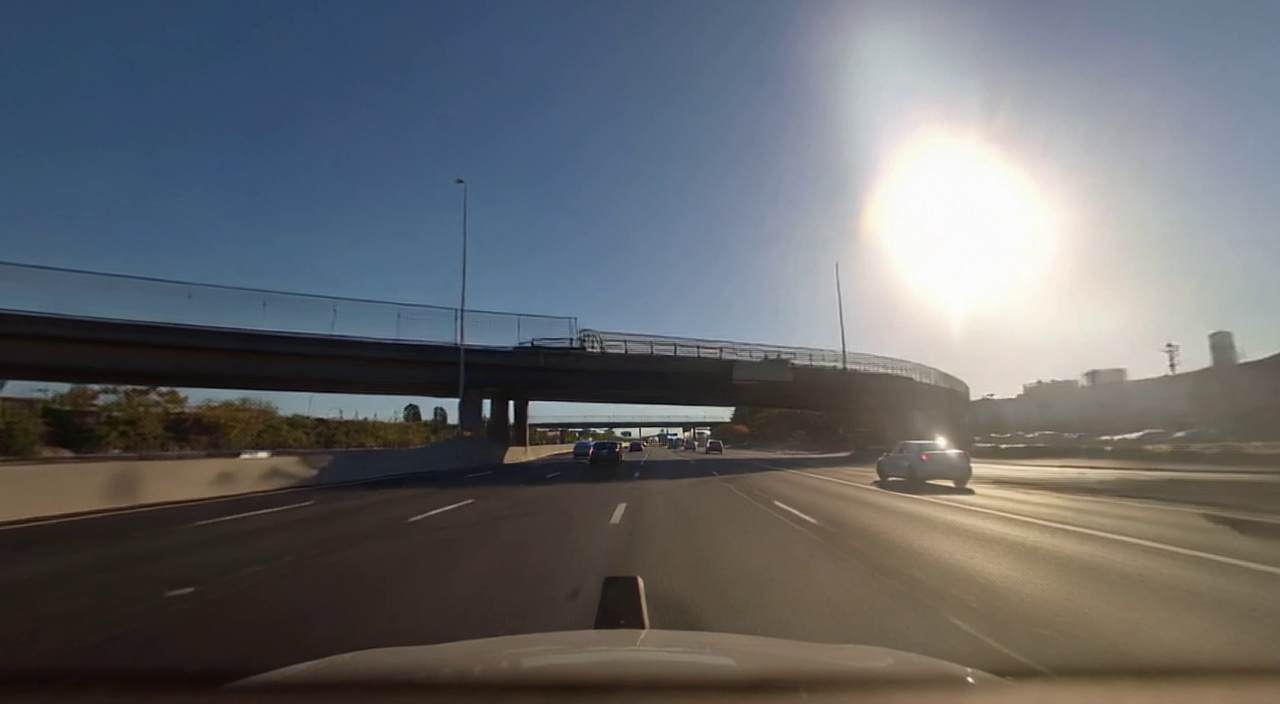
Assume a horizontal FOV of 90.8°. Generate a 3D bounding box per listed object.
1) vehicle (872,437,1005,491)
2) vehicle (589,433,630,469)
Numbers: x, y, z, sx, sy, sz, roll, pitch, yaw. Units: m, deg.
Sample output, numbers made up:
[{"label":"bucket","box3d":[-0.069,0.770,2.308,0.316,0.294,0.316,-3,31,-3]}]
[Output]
[{"label":"vehicle","box3d":[8.888,3.366,19.326,1.900,1.432,4.519,0,-8,0]},{"label":"vehicle","box3d":[-1.625,5.494,35.185,1.893,1.827,4.513,0,-8,2]}]
